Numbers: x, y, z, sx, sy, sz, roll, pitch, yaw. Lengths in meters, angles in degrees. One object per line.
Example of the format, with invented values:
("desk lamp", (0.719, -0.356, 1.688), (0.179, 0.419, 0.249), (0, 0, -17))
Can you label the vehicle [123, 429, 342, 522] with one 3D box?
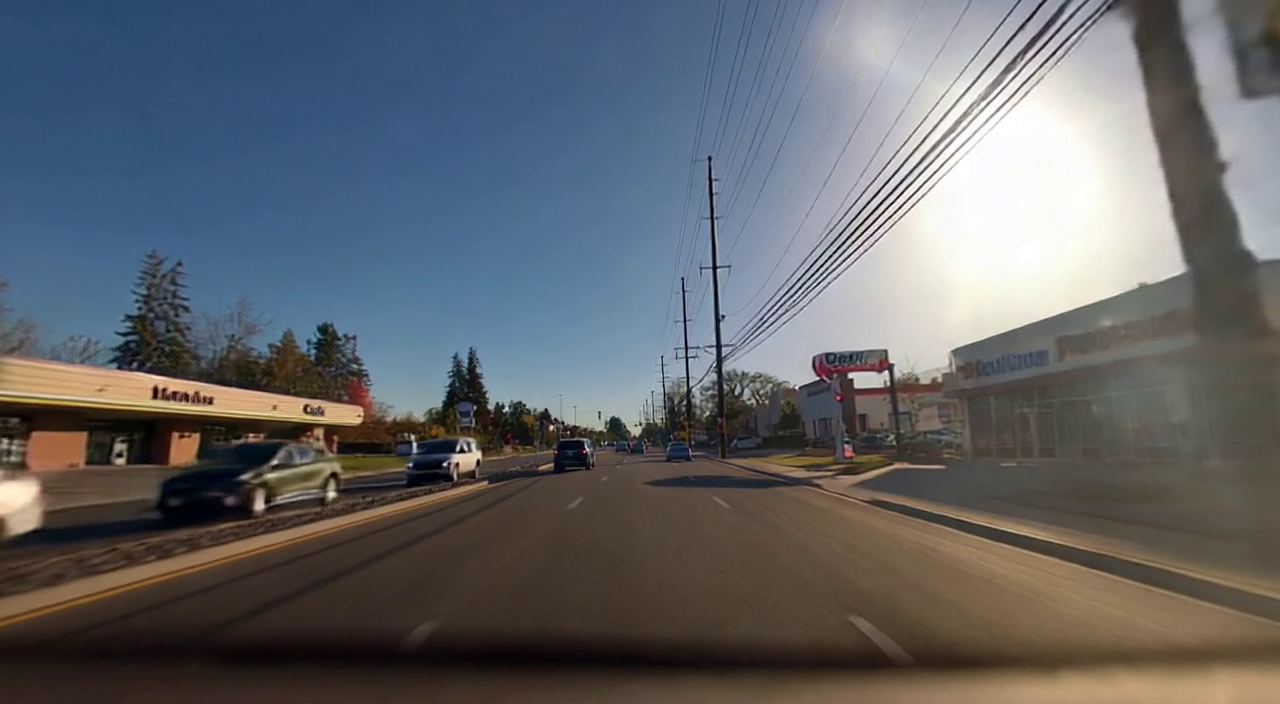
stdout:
("vehicle", (-8.159, 2.483, 13.183), (1.795, 1.607, 4.059), (-1, -8, 1))

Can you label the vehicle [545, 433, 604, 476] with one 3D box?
("vehicle", (-2.715, 4.368, 27.078), (2.047, 1.664, 4.148), (-1, -8, 1))

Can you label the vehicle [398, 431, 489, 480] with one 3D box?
("vehicle", (-7.823, 4.179, 25.662), (2.009, 1.773, 4.925), (-1, -8, 2))

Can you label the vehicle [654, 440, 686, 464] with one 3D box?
("vehicle", (1.956, 6.491, 41.064), (1.978, 1.455, 4.195), (-1, -8, 2))
